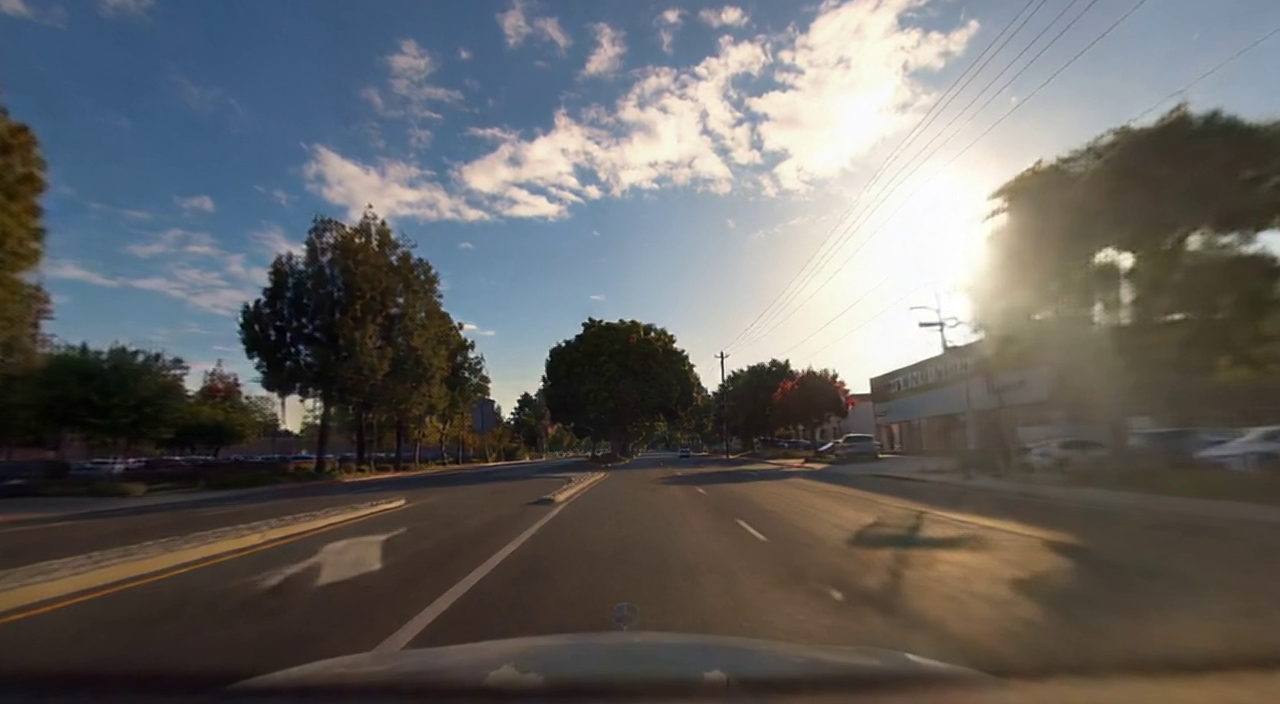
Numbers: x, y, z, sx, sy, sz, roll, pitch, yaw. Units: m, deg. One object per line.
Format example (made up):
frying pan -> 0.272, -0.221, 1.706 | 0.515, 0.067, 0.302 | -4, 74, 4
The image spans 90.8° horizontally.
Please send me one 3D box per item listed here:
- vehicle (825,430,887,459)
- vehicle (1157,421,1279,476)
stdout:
vehicle -> 15.088, 6.507, 44.468 | 2.195, 1.926, 5.466 | 0, -9, -3
vehicle -> 19.870, 3.128, 20.525 | 4.145, 1.675, 2.206 | 0, -9, -1
